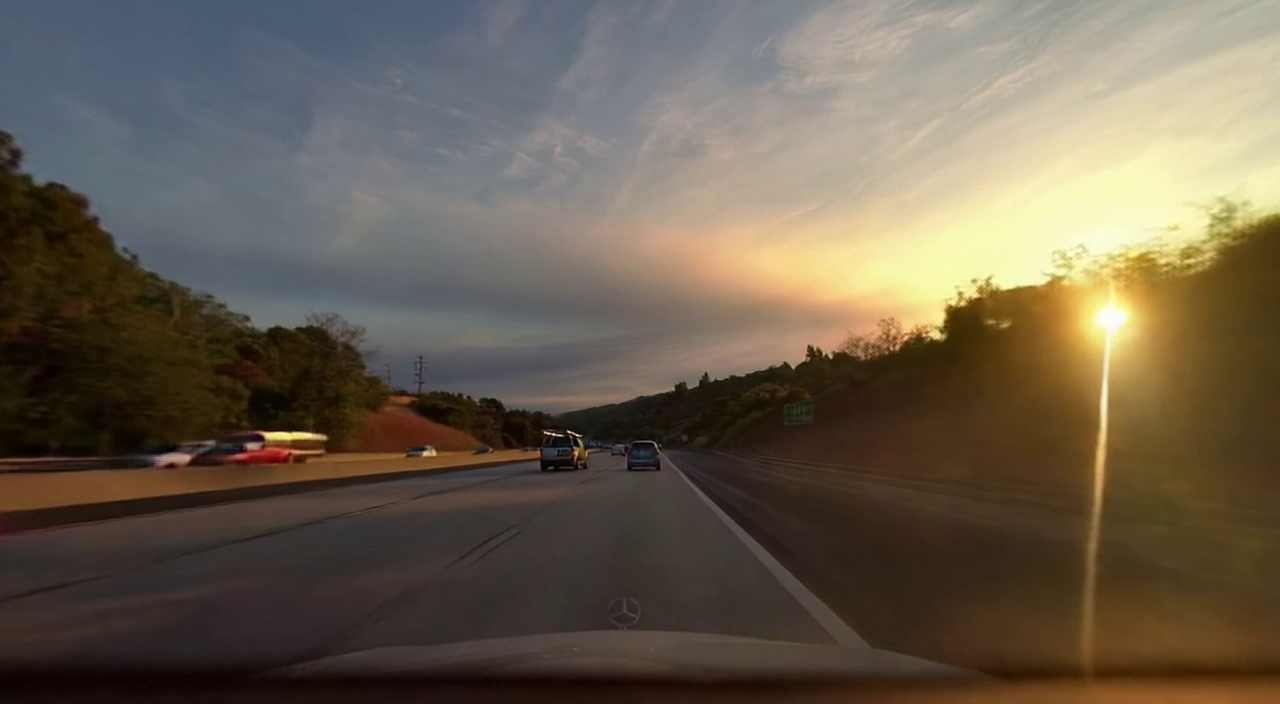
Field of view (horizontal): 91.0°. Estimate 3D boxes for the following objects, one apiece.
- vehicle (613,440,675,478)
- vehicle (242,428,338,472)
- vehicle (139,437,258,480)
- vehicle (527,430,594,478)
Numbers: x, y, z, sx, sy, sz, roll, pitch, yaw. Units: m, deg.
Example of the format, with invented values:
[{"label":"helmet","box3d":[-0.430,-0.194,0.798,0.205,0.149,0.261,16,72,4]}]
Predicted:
[{"label":"vehicle","box3d":[0.243,5.095,30.373,2.715,1.669,5.163,0,-9,2]},{"label":"vehicle","box3d":[-24.349,6.856,44.221,2.554,2.802,6.956,-1,-9,1]},{"label":"vehicle","box3d":[-20.601,4.980,29.714,2.045,1.818,4.751,0,-9,1]},{"label":"vehicle","box3d":[-3.442,4.568,28.306,2.250,1.947,4.860,0,-9,2]}]
